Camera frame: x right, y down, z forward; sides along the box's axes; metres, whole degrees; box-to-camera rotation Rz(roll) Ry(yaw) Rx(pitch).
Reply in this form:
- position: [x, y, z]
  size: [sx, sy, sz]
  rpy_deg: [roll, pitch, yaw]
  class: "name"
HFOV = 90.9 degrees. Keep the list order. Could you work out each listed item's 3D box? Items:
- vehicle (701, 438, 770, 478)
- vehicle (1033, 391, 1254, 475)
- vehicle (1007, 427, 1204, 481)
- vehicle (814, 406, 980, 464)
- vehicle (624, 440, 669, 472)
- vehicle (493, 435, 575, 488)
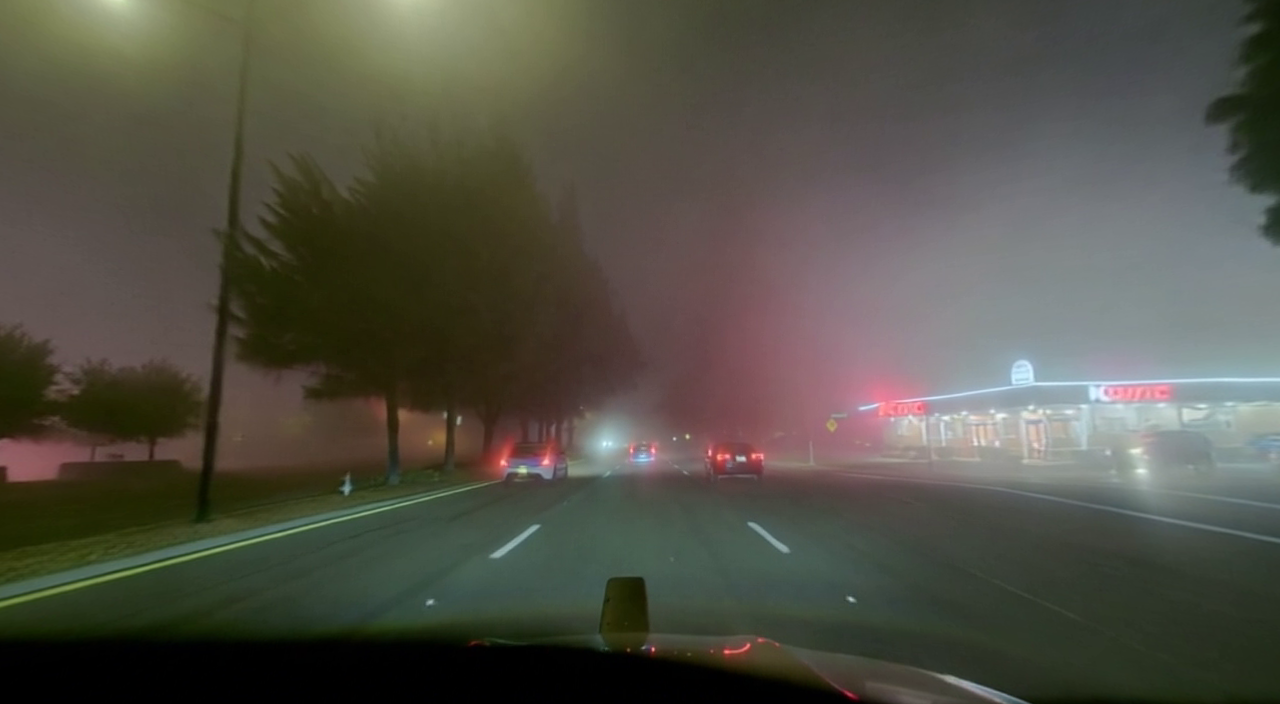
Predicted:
- position: [3.728, 4.234, 25.497]
  size: [2.012, 1.462, 4.400]
  rpy_deg: [0, -8, -1]
  class: "vehicle"
- position: [21.823, 3.674, 28.236]
  size: [2.928, 3.123, 8.236]
  rpy_deg: [-1, -8, -1]
  class: "vehicle"
- position: [14.887, 3.294, 20.478]
  size: [4.578, 1.620, 2.047]
  rpy_deg: [-2, -8, 12]
  class: "vehicle"
- position: [14.936, 4.928, 37.204]
  size: [8.343, 3.028, 3.002]
  rpy_deg: [-2, -9, 3]
  class: "vehicle"
- position: [0.304, 5.127, 31.327]
  size: [2.059, 1.477, 4.216]
  rpy_deg: [0, -8, 0]
  class: "vehicle"
- position: [-3.486, 3.665, 21.538]
  size: [1.995, 1.607, 4.086]
  rpy_deg: [-1, -8, 1]
  class: "vehicle"
